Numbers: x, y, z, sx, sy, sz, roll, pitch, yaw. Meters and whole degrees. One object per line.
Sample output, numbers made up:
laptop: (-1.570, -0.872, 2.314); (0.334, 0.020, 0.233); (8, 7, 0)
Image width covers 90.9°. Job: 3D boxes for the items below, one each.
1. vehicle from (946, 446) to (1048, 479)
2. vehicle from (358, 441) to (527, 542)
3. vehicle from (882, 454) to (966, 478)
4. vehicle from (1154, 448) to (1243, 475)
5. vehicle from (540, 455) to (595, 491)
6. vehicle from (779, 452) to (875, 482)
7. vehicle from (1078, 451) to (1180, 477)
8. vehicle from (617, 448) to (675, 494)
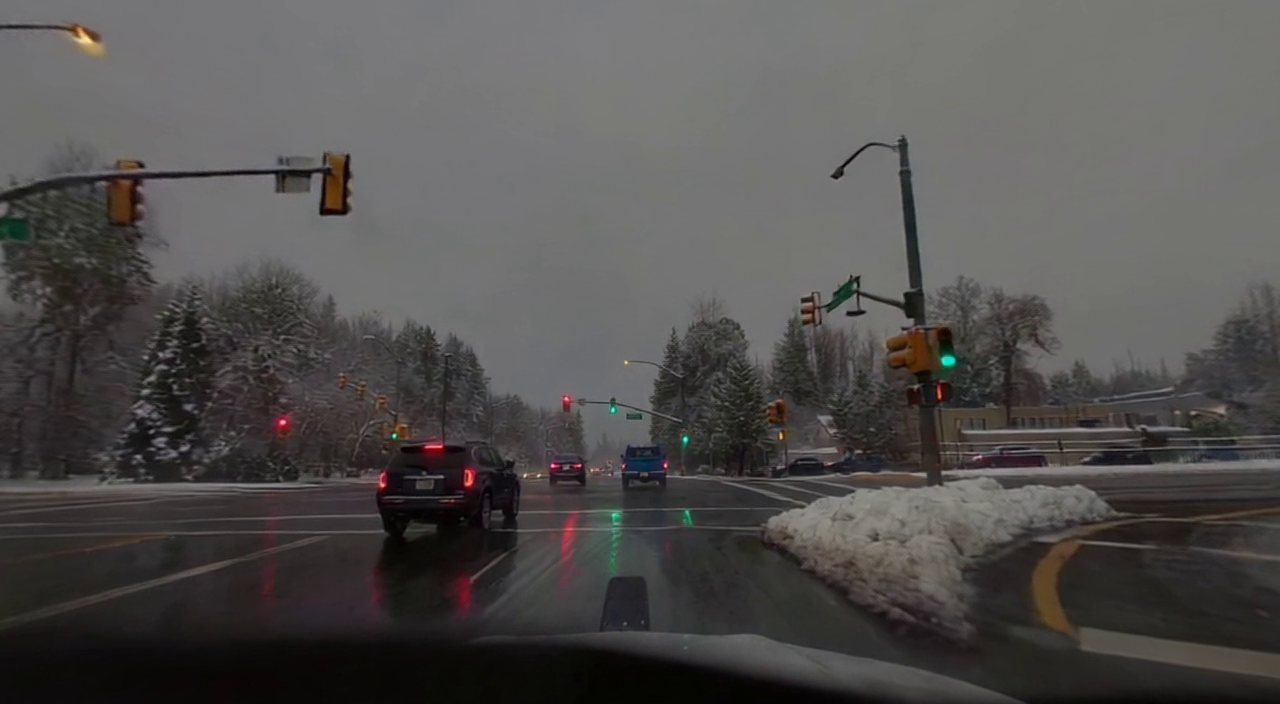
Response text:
vehicle: (21.010, 6.533, 37.228); (4.585, 1.681, 2.140); (-3, -10, 0)
vehicle: (-3.362, 2.408, 11.512); (1.960, 1.528, 3.490); (0, -8, 0)
vehicle: (18.419, 7.413, 41.027); (4.478, 1.495, 2.063); (0, -8, 0)
vehicle: (39.776, 7.804, 44.944); (4.580, 1.807, 1.967); (0, -8, -3)
vehicle: (-3.402, 5.749, 30.270); (2.013, 1.474, 4.393); (0, -8, 1)
vehicle: (10.936, 6.810, 37.060); (4.875, 1.473, 2.077); (-2, -12, -2)
vehicle: (28.928, 6.647, 37.388); (4.365, 1.448, 1.928); (0, -8, 1)
vehicle: (0.249, 4.770, 25.606); (2.163, 1.678, 3.846); (0, -8, 1)
